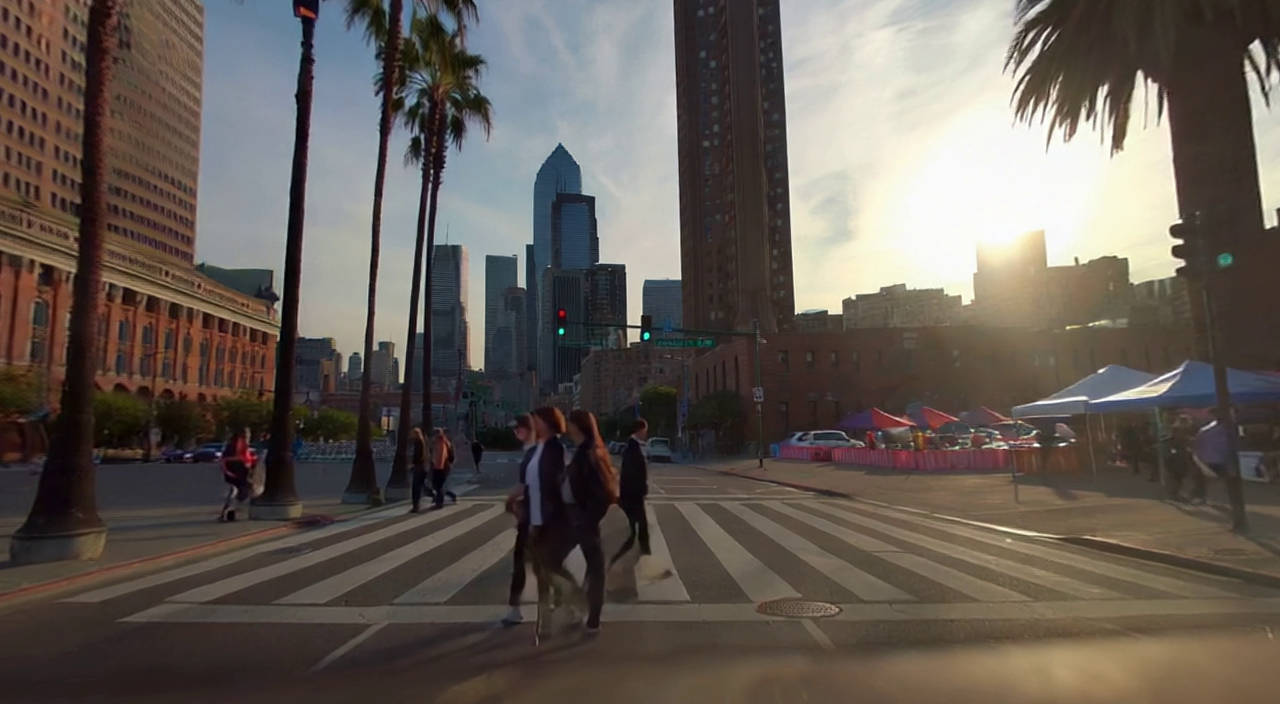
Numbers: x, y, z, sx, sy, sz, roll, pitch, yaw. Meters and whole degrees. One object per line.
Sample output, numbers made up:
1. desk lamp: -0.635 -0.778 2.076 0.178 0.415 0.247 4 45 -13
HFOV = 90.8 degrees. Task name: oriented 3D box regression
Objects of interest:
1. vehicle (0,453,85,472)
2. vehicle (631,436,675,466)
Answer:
1. vehicle: -46.100 8.445 48.577 2.121 1.294 5.167 0 -8 1
2. vehicle: 0.877 7.273 46.544 2.322 2.071 5.366 1 -9 -9
